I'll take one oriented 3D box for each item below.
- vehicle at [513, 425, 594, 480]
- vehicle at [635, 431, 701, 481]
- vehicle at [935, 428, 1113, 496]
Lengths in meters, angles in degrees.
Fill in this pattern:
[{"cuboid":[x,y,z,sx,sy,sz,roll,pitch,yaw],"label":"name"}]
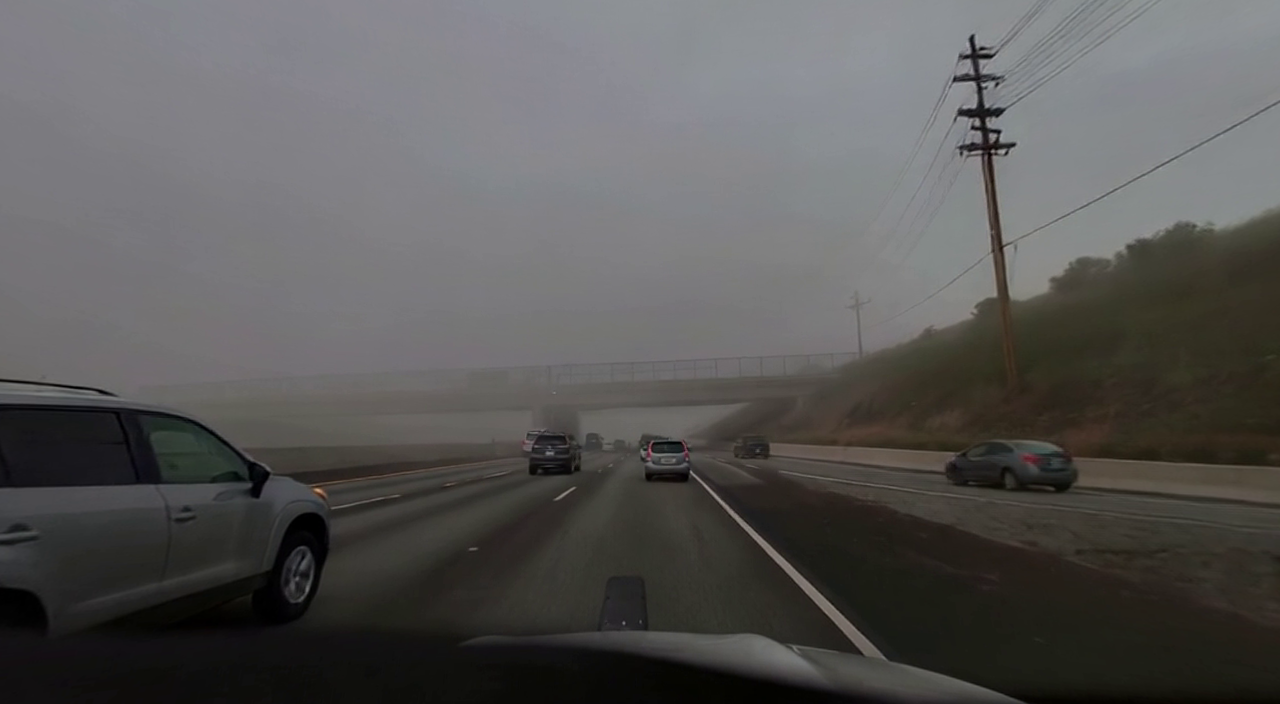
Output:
[{"cuboid":[-3.134,3.792,23.935,2.228,1.845,4.847,-1,-8,2],"label":"vehicle"},{"cuboid":[0.936,3.794,23.224,2.193,1.651,3.946,0,-8,0],"label":"vehicle"},{"cuboid":[12.285,3.537,20.688,2.059,1.938,4.793,2,-9,-14],"label":"vehicle"}]
